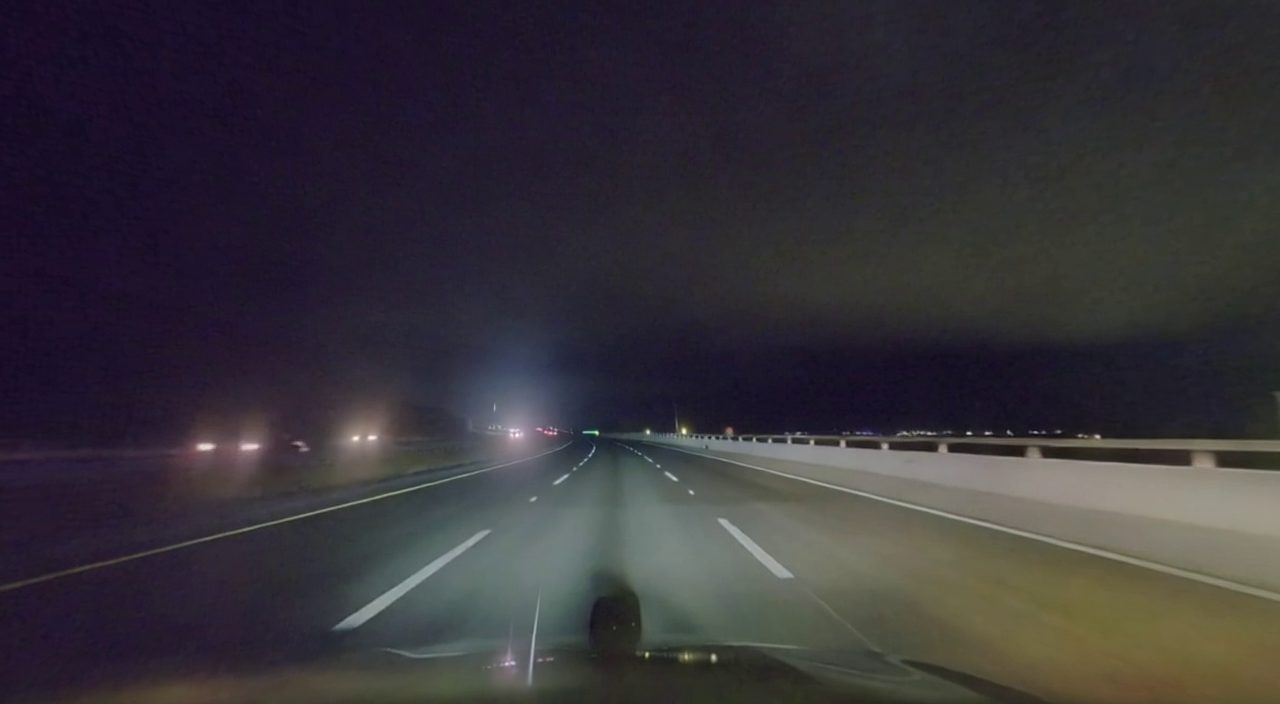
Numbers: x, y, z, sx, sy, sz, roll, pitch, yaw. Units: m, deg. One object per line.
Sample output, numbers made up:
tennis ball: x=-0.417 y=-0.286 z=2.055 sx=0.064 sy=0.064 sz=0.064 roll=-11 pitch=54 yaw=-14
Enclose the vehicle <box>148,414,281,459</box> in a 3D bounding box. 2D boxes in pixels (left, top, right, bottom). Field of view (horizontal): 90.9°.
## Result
vehicle: x=-17.546 y=3.547 z=26.405 sx=2.127 sy=1.714 sz=5.132 roll=0 pitch=-8 yaw=-2
